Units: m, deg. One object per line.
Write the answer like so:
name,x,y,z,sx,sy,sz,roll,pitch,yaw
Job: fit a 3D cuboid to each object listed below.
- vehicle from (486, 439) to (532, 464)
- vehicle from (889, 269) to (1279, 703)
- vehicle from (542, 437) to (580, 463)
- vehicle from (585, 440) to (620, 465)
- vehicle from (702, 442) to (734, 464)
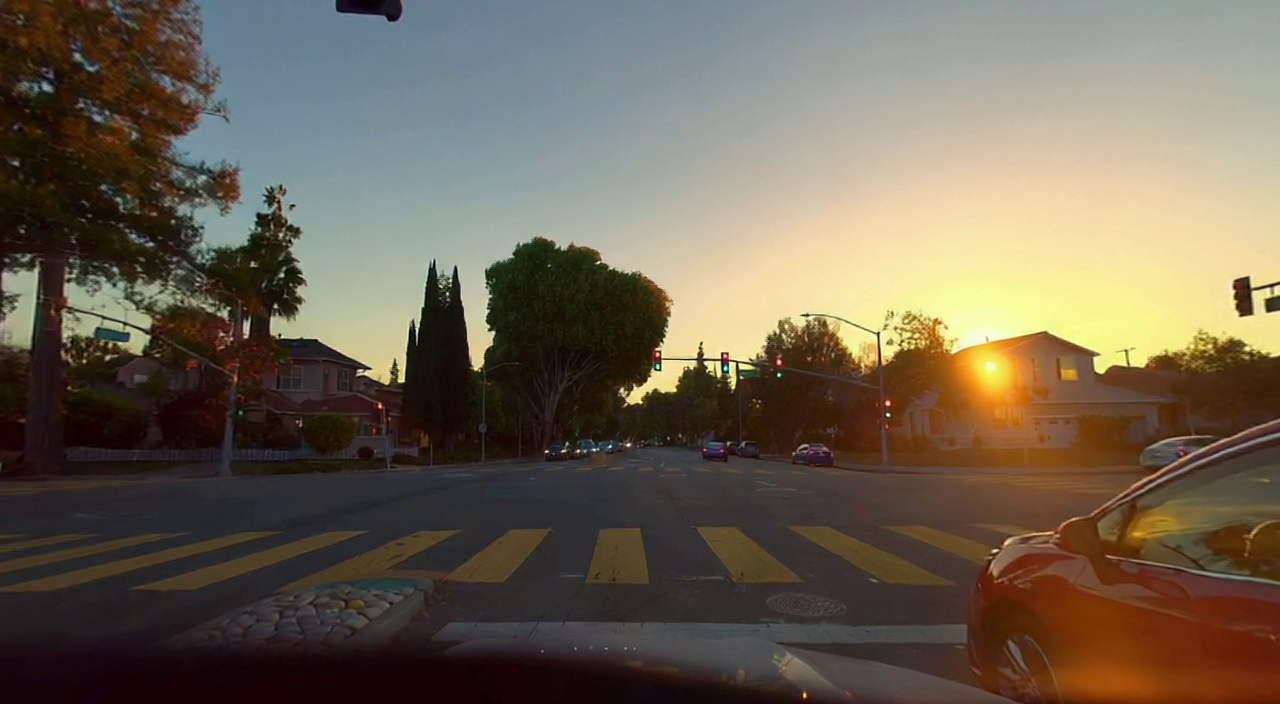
vehicle,-8.947,6.861,43.632,2.028,1.654,5.027,0,-9,1
vehicle,2.709,0.708,1.724,2.085,1.800,4.908,0,-9,1
vehicle,-5.533,6.917,44.545,2.091,1.707,4.157,0,-9,1
vehicle,-2.393,6.603,41.620,2.046,1.491,4.118,0,-9,0
vehicle,5.842,7.475,46.976,2.104,1.518,4.999,-1,-9,10
